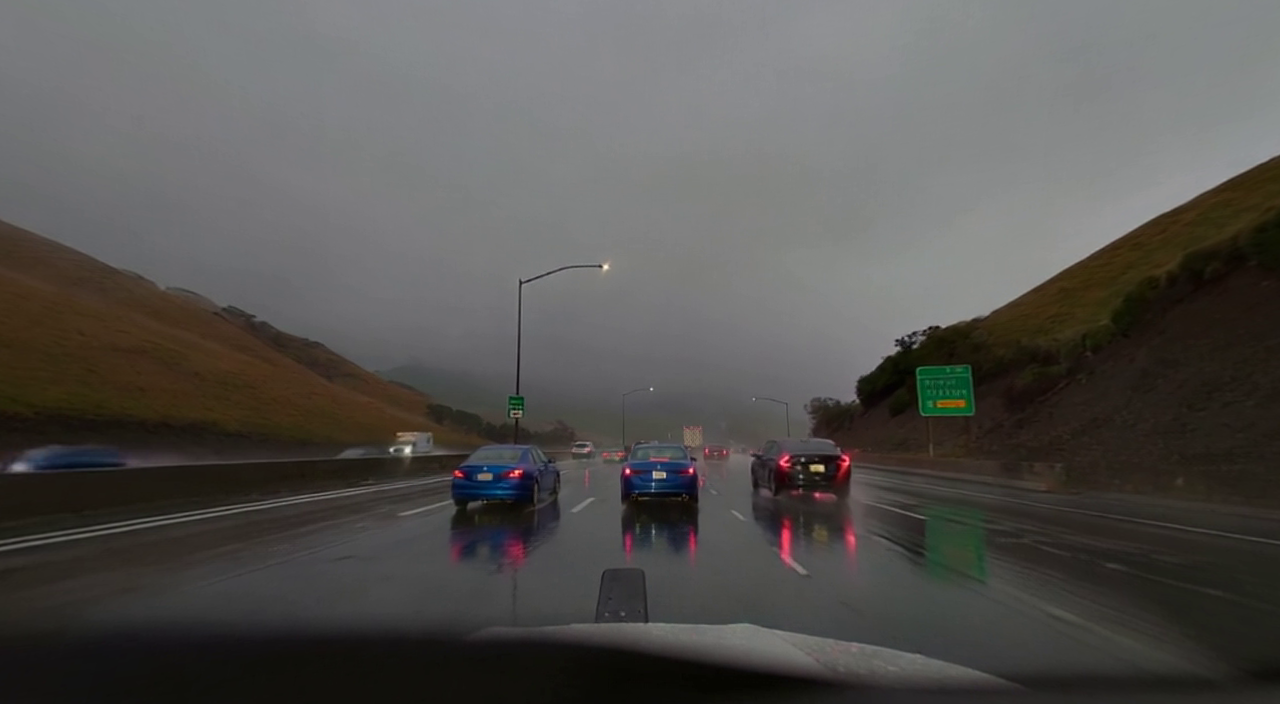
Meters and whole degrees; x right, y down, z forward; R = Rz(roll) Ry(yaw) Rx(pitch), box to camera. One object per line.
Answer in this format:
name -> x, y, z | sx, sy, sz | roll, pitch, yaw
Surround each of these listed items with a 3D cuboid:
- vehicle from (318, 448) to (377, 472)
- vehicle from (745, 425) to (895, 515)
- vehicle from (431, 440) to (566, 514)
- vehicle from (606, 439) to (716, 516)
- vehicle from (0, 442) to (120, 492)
vehicle -> -19.361, 7.145, 41.991 | 1.790, 1.461, 4.165 | -1, -8, 2
vehicle -> 3.834, 2.597, 14.449 | 2.083, 1.693, 4.740 | 0, -8, 1
vehicle -> -3.094, 2.830, 14.838 | 2.017, 1.446, 4.384 | -1, -8, 2
vehicle -> 0.445, 2.660, 13.889 | 2.072, 1.431, 3.904 | -1, -8, 1
vehicle -> -24.358, 4.595, 25.648 | 2.062, 1.794, 4.892 | -1, -8, 2
